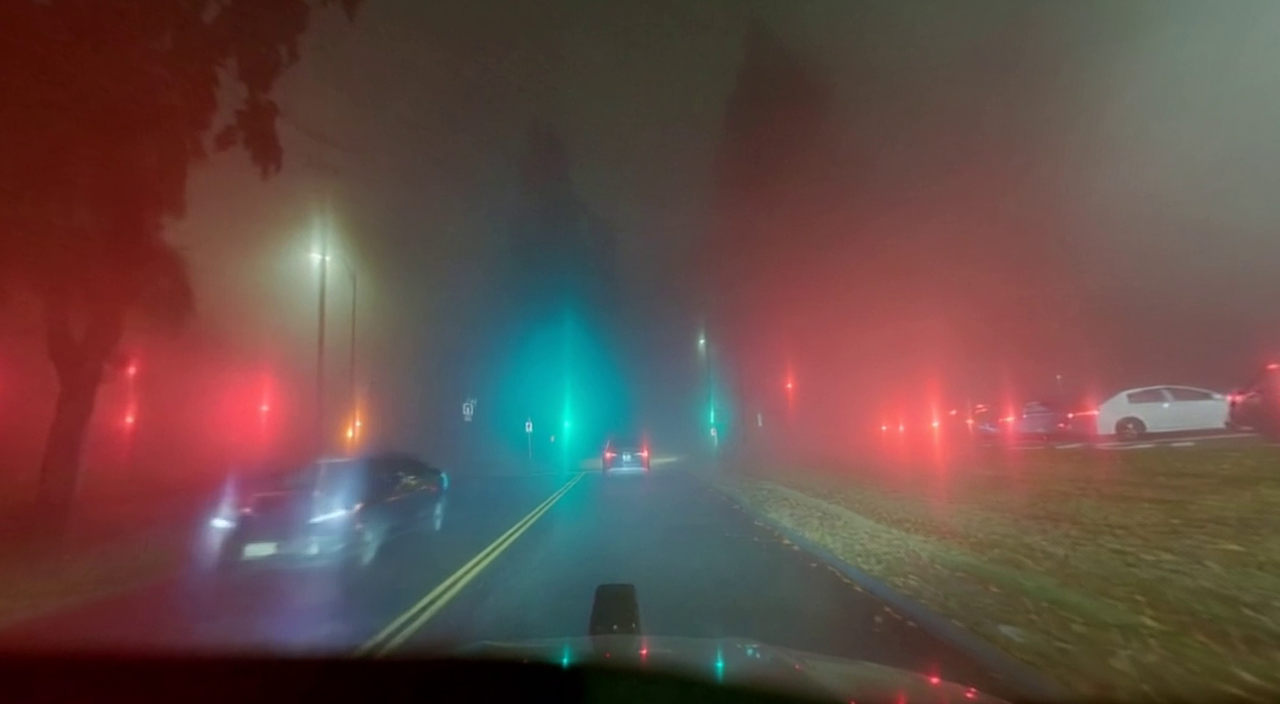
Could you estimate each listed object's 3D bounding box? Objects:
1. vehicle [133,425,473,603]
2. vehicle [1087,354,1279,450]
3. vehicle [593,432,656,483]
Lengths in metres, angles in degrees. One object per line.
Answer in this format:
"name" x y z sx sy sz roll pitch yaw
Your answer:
"vehicle" -3.685 1.806 7.960 2.057 1.613 4.062 -1 -8 0
"vehicle" 11.637 0.977 12.033 4.559 1.619 1.855 -3 -9 6
"vehicle" -0.511 3.875 23.357 2.142 1.686 3.816 -1 -8 0
